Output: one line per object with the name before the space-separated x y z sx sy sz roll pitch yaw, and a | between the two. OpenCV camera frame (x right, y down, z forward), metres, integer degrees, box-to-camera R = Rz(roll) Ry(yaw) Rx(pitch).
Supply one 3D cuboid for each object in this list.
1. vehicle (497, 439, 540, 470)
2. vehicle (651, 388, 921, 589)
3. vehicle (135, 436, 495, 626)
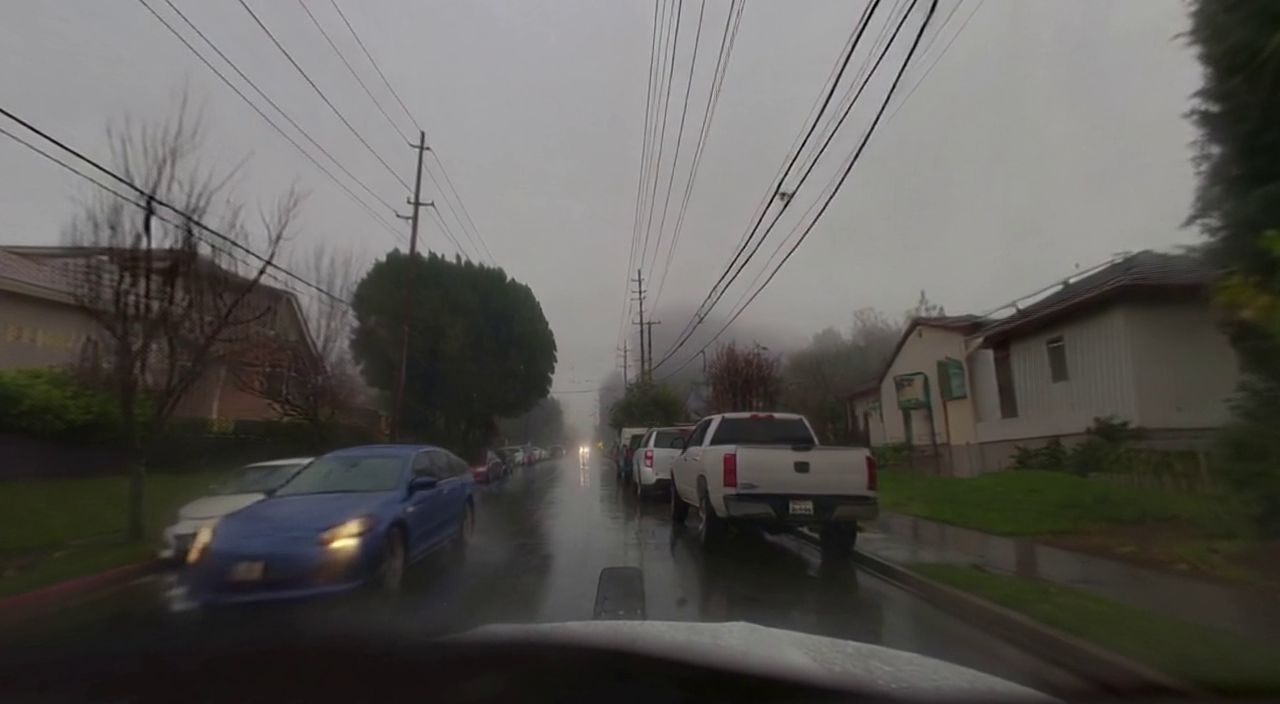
vehicle | -8.186 6.924 42.953 2.280 1.953 5.092 0 -8 -4
vehicle | 1.414 1.600 8.253 2.032 1.839 4.597 0 -8 -5
vehicle | -3.261 1.851 7.765 2.060 1.525 4.876 0 -8 -3
